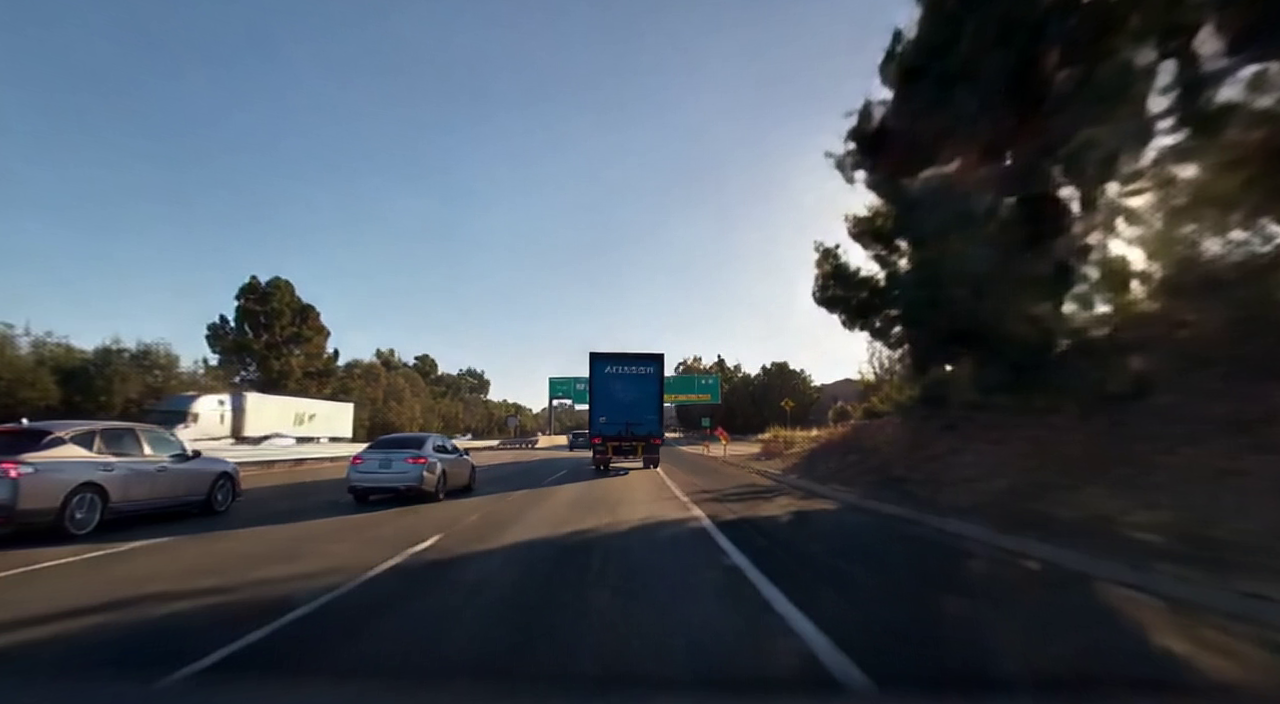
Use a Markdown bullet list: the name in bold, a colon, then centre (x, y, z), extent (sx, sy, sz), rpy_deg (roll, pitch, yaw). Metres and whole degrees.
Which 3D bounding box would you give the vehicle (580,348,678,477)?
- **vehicle**: centre (-0.445, 2.619, 25.420), extent (3.118, 4.106, 10.719), rpy_deg (0, -8, -1)

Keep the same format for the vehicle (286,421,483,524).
- **vehicle**: centre (-4.227, 2.024, 11.184), extent (1.933, 1.492, 3.838), rpy_deg (0, -8, -1)

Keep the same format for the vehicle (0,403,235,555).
- **vehicle**: centre (-8.063, 1.659, 8.849), extent (1.990, 1.654, 4.129), rpy_deg (0, -8, -1)

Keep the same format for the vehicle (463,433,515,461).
- **vehicle**: centre (-8.651, 5.474, 36.474), extent (1.976, 1.510, 4.604), rpy_deg (0, -8, -1)

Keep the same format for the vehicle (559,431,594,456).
- **vehicle**: centre (-4.432, 6.471, 44.398), extent (2.104, 1.653, 4.302), rpy_deg (0, -8, -1)
